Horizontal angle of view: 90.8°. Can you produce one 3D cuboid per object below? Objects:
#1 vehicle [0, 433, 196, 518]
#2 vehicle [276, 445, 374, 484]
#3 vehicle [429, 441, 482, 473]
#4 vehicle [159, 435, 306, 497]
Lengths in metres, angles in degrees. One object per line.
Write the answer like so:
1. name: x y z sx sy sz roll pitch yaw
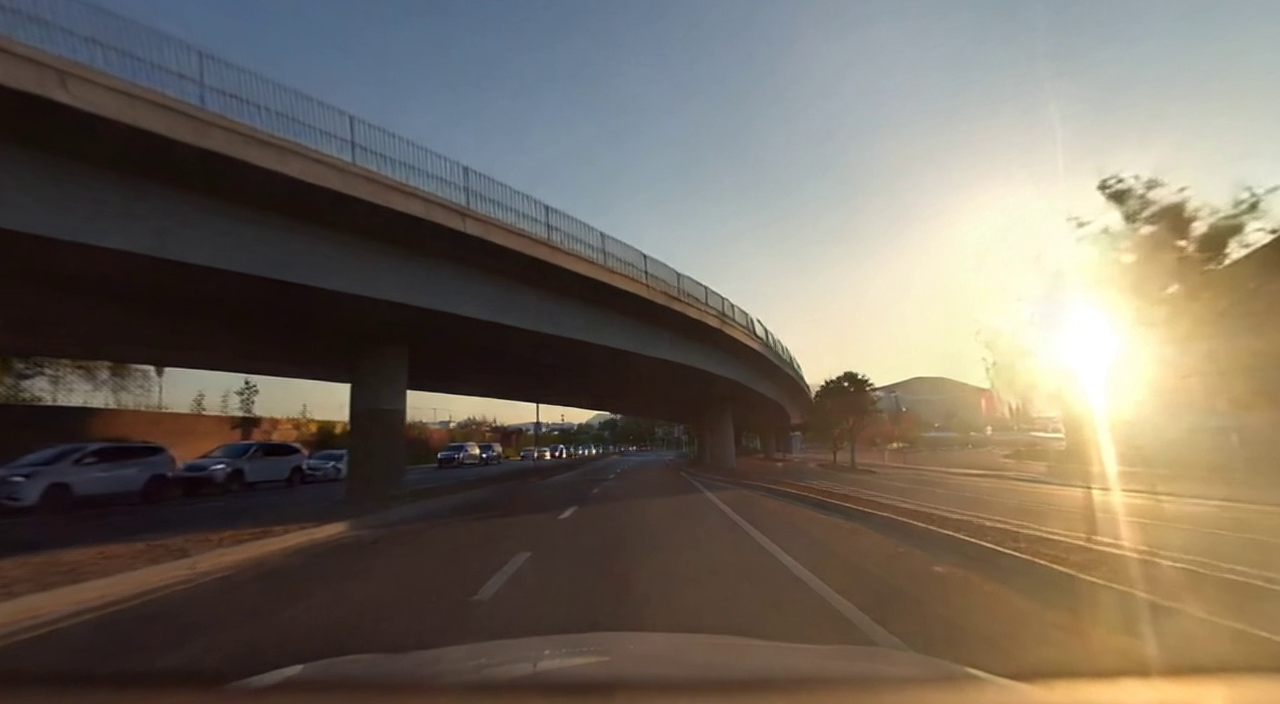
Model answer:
1. vehicle: -13.376 2.888 15.367 1.903 1.703 4.346 2 -9 0
2. vehicle: -13.513 4.900 27.449 1.847 1.498 4.368 1 -10 2
3. vehicle: -12.815 7.311 44.247 2.136 2.016 5.354 2 -9 -1
4. vehicle: -13.533 3.784 21.383 1.886 1.801 4.337 2 -8 3
